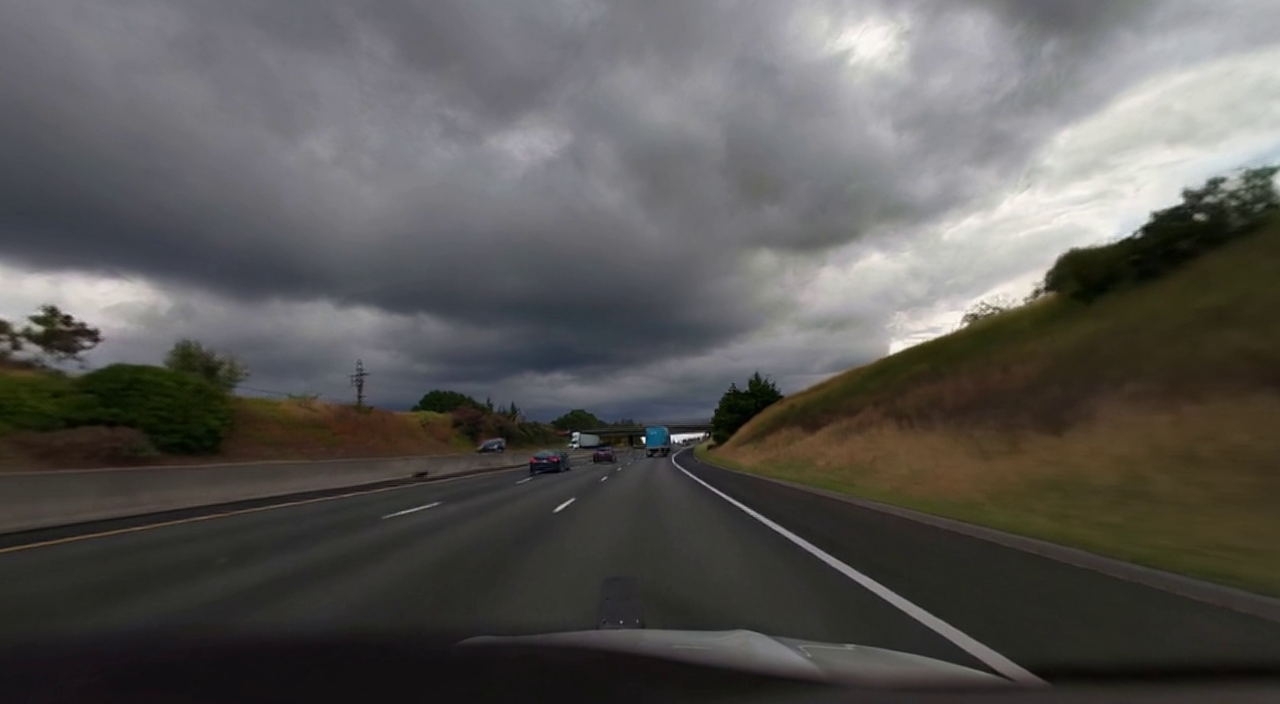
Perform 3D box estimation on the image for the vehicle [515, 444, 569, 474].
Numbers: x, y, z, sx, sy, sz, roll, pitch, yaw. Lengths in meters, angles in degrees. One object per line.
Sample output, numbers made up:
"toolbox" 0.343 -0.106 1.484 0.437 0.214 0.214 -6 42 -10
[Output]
"vehicle" -5.031 5.556 32.979 2.078 1.469 4.371 0 -9 0
